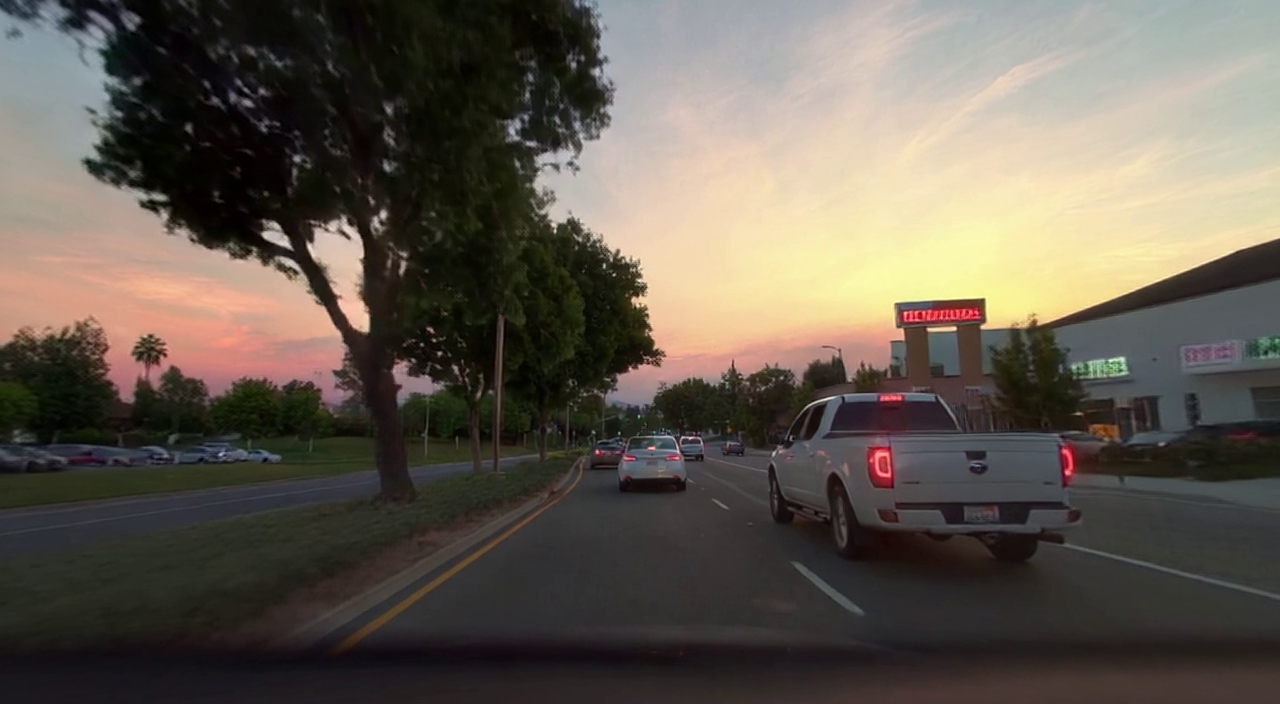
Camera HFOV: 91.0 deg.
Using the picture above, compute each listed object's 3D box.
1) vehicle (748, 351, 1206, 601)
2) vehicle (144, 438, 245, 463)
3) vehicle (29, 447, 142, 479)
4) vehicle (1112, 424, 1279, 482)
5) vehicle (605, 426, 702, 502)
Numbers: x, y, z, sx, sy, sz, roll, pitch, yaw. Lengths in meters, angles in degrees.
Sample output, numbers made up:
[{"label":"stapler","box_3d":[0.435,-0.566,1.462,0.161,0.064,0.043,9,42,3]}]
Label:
[{"label":"vehicle","box_3d":[3.367,1.486,8.412,2.731,2.101,6.047,0,-8,0]},{"label":"vehicle","box_3d":[-32.520,7.201,46.089,5.603,1.772,2.150,1,-9,-2]},{"label":"vehicle","box_3d":[-28.065,5.620,31.964,3.894,1.527,1.872,-1,-10,-1]},{"label":"vehicle","box_3d":[18.224,3.294,20.744,1.974,1.678,4.213,1,-8,-1]},{"label":"vehicle","box_3d":[0.298,2.768,15.887,2.145,1.650,4.021,0,-8,0]}]
